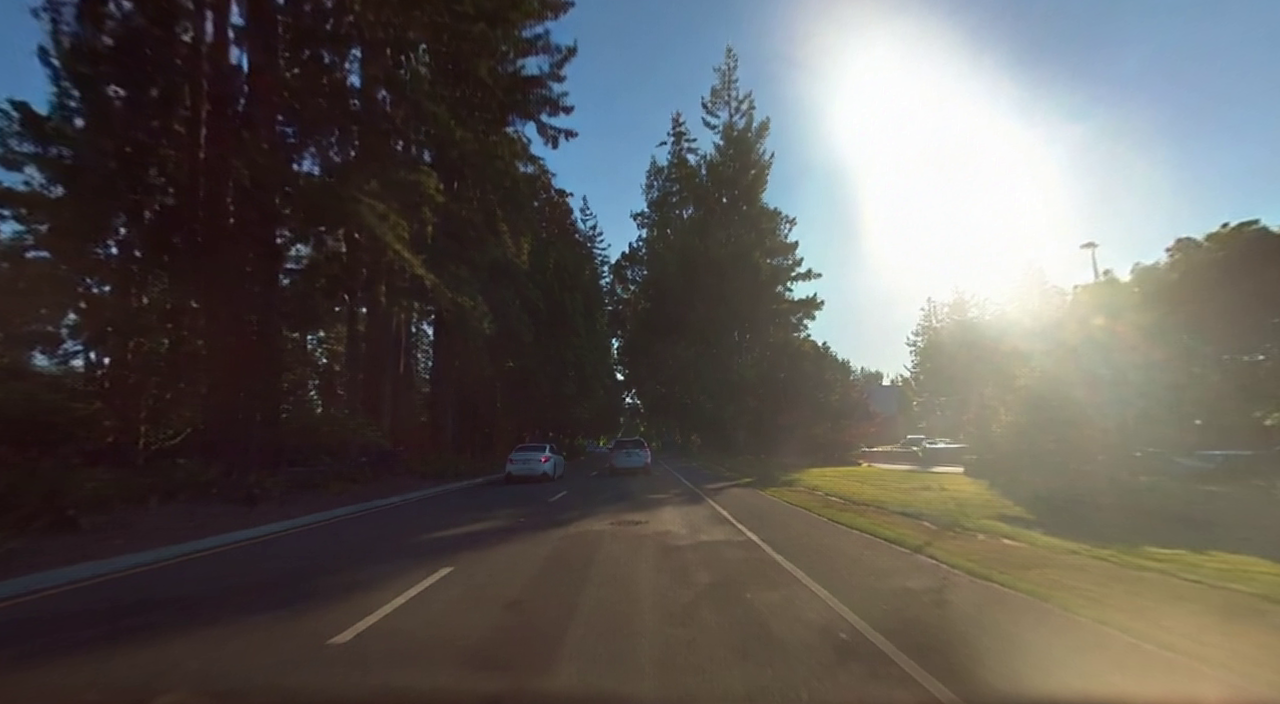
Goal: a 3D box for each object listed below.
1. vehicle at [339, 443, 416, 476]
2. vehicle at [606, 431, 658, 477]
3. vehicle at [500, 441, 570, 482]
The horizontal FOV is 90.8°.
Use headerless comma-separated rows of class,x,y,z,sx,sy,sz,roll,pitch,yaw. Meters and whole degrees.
vehicle,-16.394,6.706,39.904,2.306,1.890,5.822,0,-8,0
vehicle,-0.343,4.261,26.553,2.018,1.769,3.897,0,-8,-1
vehicle,-3.965,4.179,24.462,1.917,1.448,4.178,0,-8,1
